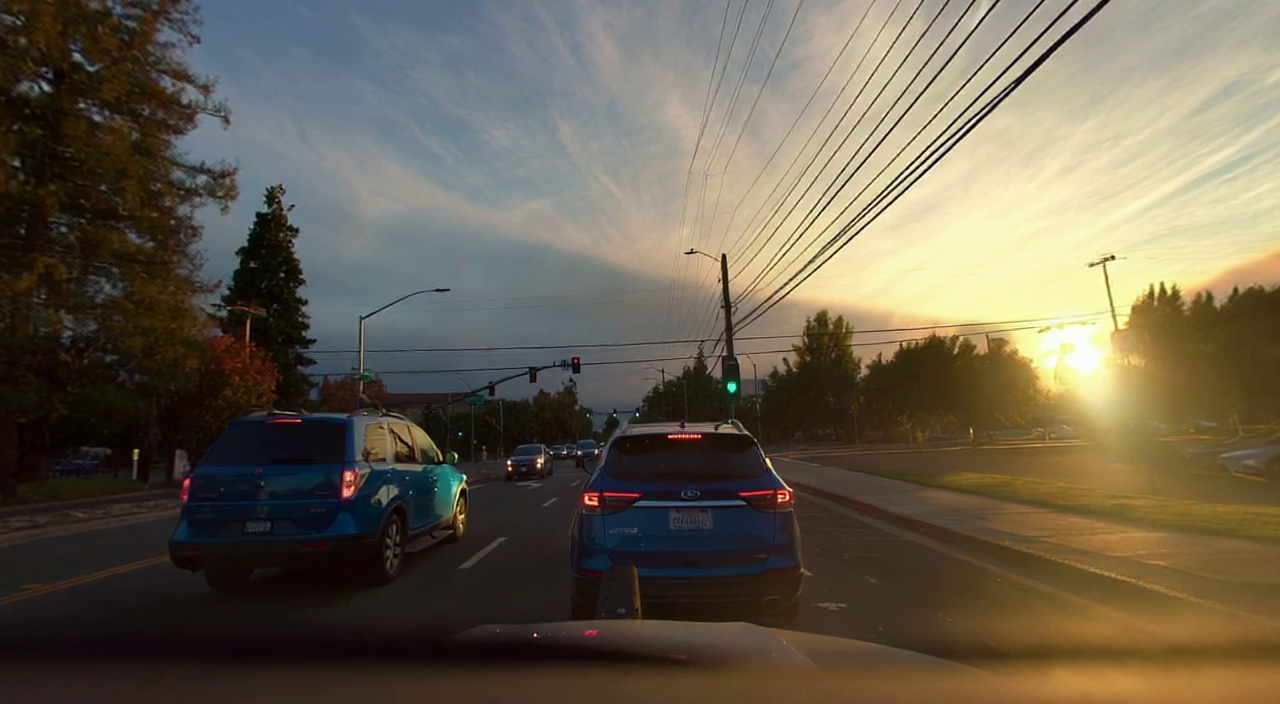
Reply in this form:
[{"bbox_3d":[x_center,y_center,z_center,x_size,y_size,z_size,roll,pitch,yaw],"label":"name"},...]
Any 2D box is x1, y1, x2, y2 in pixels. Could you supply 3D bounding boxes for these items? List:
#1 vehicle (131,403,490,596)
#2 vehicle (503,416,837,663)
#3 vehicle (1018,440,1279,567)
[{"bbox_3d":[-3.474,1.640,7.886,2.105,1.706,4.337,0,-9,0],"label":"vehicle"},{"bbox_3d":[0.116,1.450,5.958,2.056,1.487,4.003,0,-9,-2],"label":"vehicle"},{"bbox_3d":[8.384,2.162,9.939,1.993,1.508,4.521,0,-9,-1],"label":"vehicle"}]
